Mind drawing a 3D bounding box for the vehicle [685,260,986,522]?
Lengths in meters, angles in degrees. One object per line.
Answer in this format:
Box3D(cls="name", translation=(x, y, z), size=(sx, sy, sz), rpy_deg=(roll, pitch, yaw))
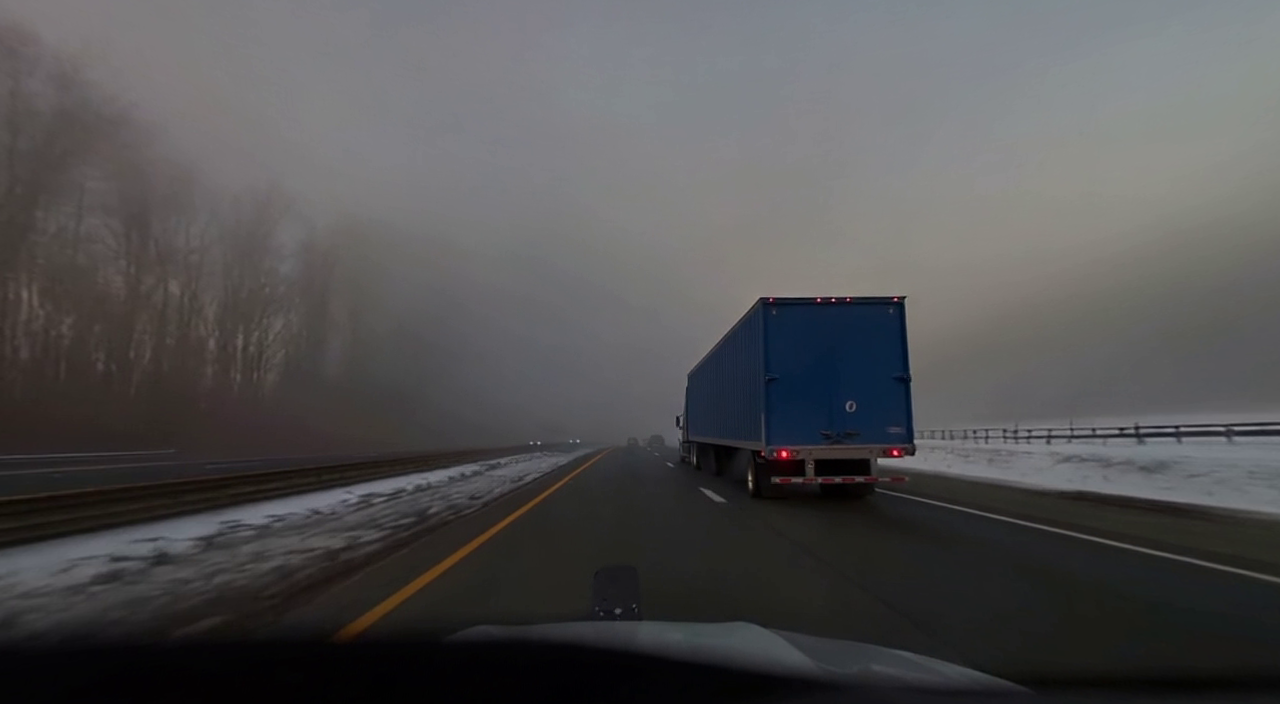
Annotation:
Box3D(cls="vehicle", translation=(3.736, 1.730, 18.741), size=(3.203, 4.273, 17.131), rpy_deg=(0, -8, -1))
